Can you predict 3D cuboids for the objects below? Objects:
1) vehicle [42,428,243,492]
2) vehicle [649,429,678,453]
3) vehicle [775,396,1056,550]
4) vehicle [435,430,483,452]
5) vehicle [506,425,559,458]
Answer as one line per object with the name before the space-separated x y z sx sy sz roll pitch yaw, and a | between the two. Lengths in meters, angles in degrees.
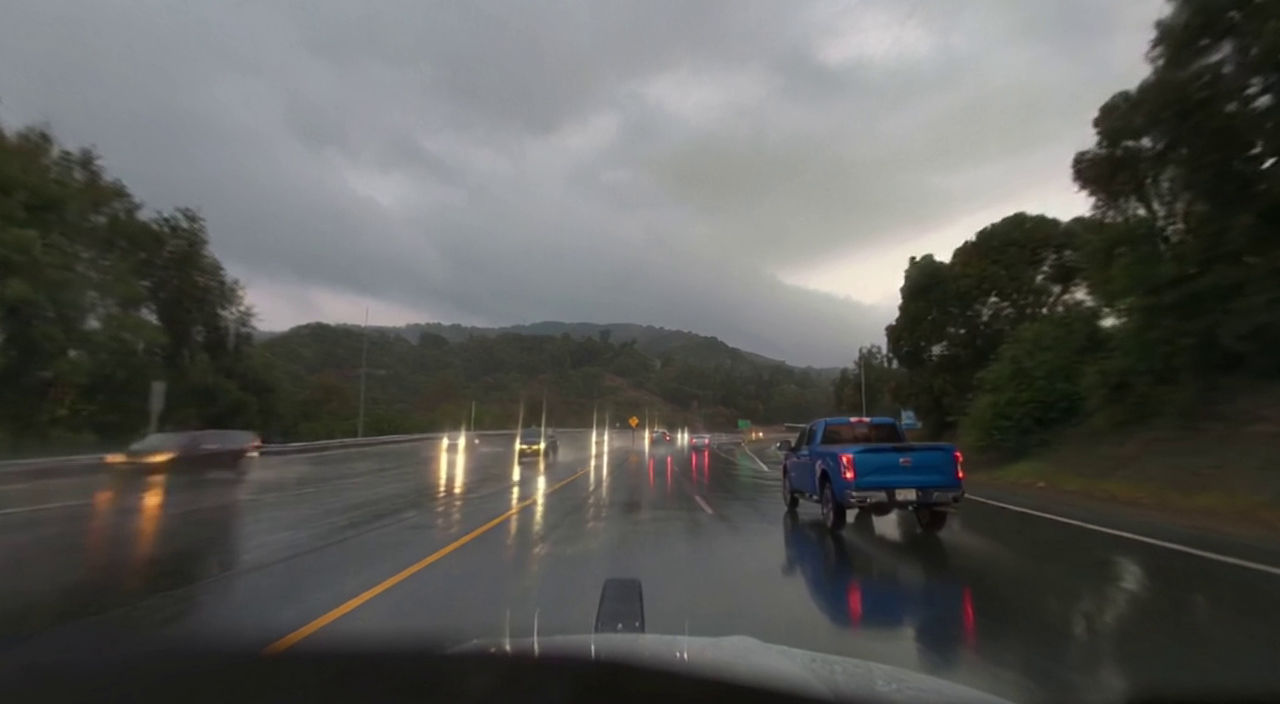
vehicle | -13.704 2.967 17.912 1.890 1.538 4.795 -1 -8 -1
vehicle | 1.833 6.910 49.263 2.186 1.782 4.100 0 -8 3
vehicle | 3.641 1.708 9.603 2.151 1.744 4.709 0 -8 0
vehicle | -12.787 6.316 44.923 1.952 1.469 4.769 0 -8 1
vehicle | -6.194 5.252 37.061 2.104 1.790 4.792 0 -8 2
